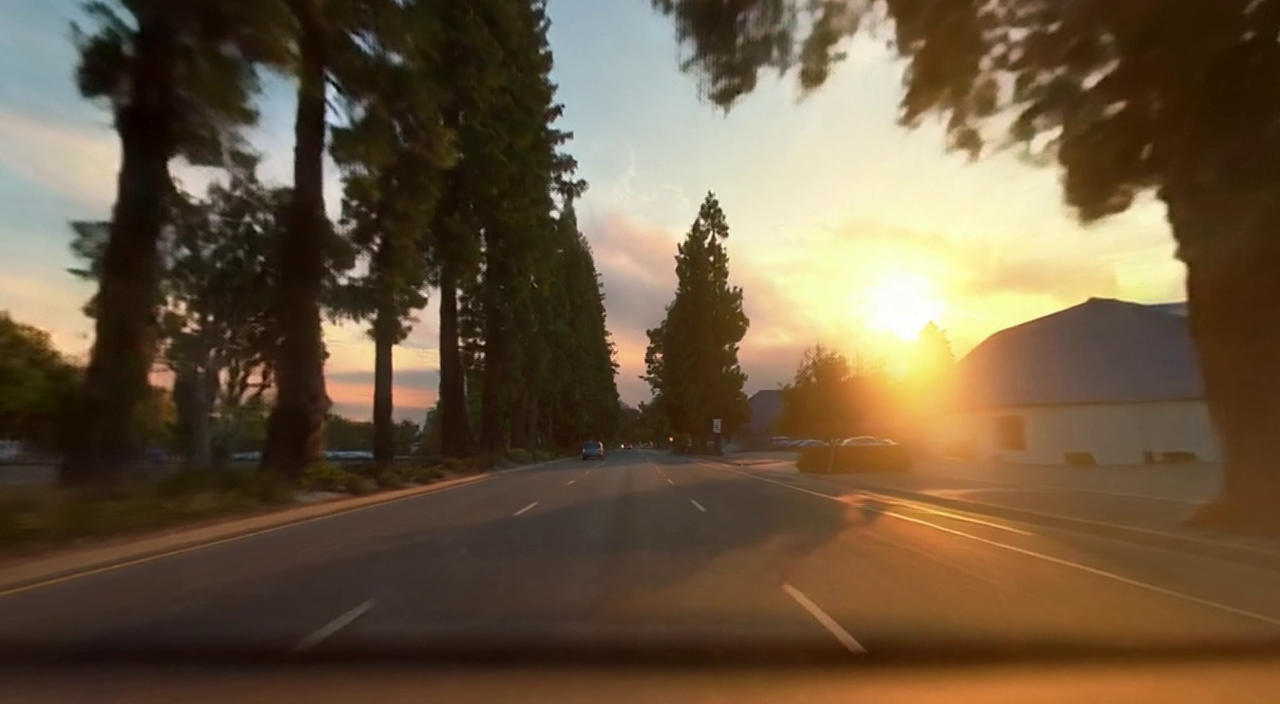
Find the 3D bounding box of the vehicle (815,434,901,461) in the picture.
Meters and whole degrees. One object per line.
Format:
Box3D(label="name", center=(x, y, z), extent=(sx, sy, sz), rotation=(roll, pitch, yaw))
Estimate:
Box3D(label="vehicle", center=(12.285, 5.394, 35.542), extent=(4.630, 1.461, 1.817), rotation=(5, -9, -27))
